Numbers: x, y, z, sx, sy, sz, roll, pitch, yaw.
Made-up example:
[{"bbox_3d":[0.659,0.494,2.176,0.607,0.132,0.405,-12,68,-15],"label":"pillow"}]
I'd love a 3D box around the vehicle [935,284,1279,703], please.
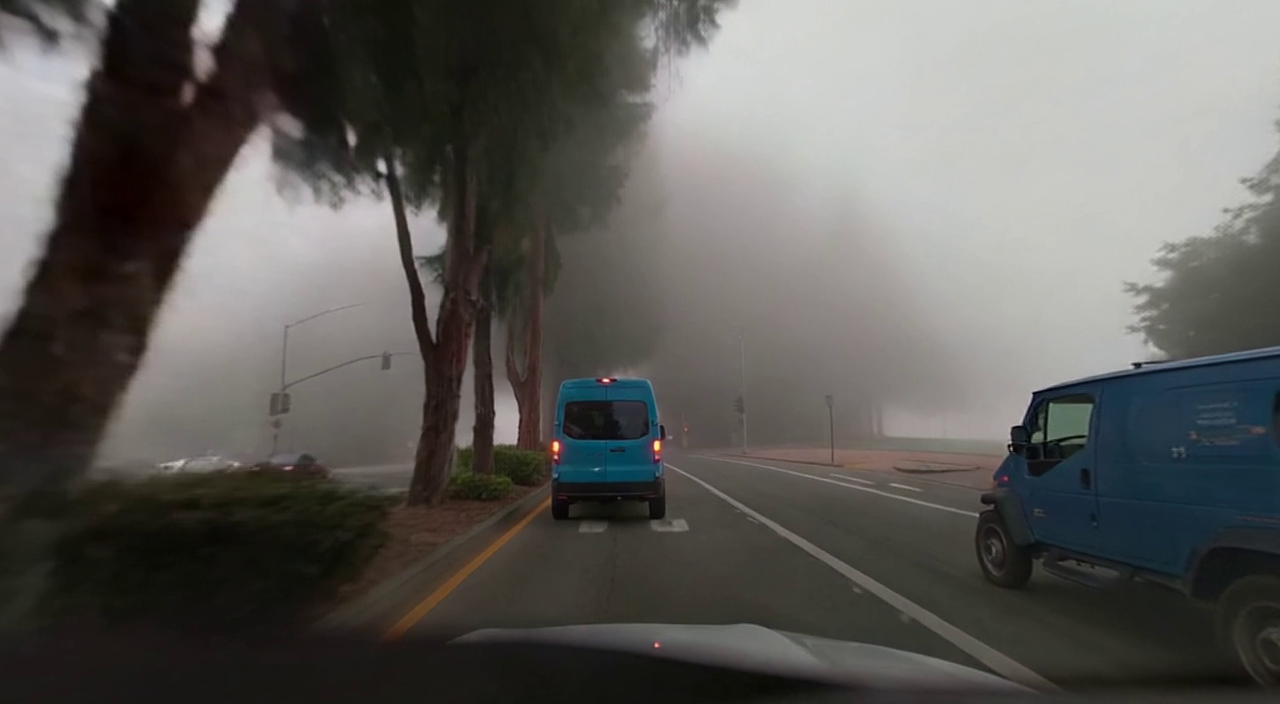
[{"bbox_3d":[3.687,0.809,3.656,1.988,1.873,3.968,0,-9,0],"label":"vehicle"}]

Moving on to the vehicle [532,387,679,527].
[{"bbox_3d":[-0.461,1.855,11.480,2.145,2.046,4.309,0,-9,1],"label":"vehicle"}]

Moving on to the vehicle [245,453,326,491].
[{"bbox_3d":[-15.863,5.355,28.495,1.833,1.504,4.141,2,-9,-10],"label":"vehicle"}]
